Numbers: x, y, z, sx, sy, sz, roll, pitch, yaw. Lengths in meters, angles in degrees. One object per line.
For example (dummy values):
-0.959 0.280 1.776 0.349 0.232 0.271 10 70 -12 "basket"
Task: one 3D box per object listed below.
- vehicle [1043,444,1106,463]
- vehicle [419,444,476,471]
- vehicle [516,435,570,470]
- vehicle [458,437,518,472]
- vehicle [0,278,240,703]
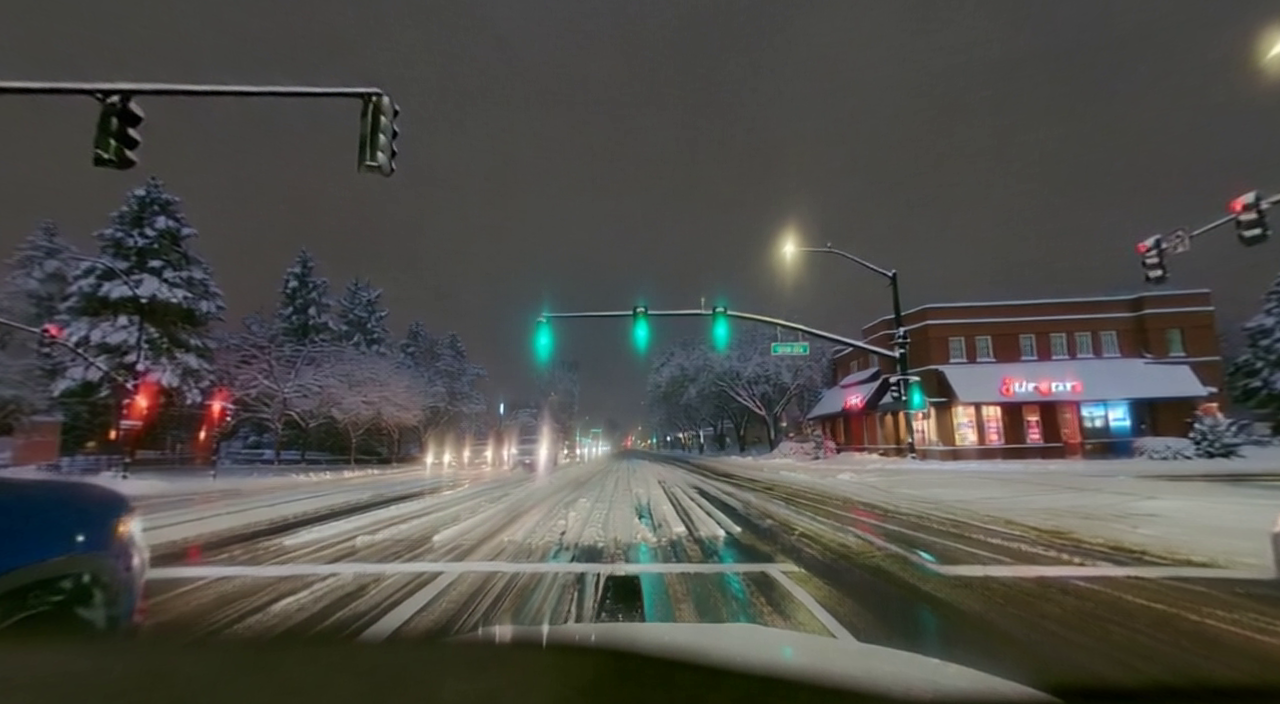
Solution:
34.264 8.012 49.809 3.740 1.433 1.646 0 -8 -2 "vehicle"
-11.327 6.237 37.438 2.003 1.476 4.082 0 -8 1 "vehicle"
-5.455 5.731 36.203 2.384 1.787 5.038 0 -8 -1 "vehicle"
-8.418 5.695 35.419 2.273 1.791 4.809 0 -8 -1 "vehicle"
-3.326 0.506 0.872 2.313 1.883 5.016 0 -9 -1 "vehicle"
